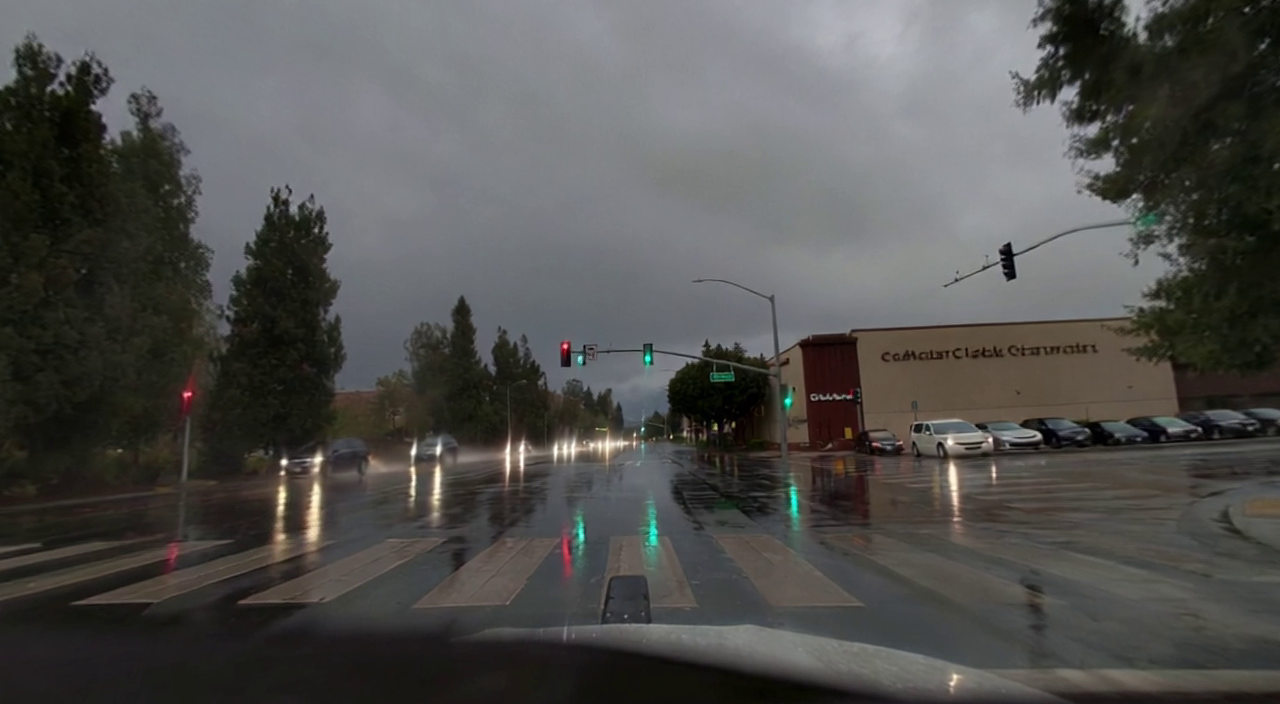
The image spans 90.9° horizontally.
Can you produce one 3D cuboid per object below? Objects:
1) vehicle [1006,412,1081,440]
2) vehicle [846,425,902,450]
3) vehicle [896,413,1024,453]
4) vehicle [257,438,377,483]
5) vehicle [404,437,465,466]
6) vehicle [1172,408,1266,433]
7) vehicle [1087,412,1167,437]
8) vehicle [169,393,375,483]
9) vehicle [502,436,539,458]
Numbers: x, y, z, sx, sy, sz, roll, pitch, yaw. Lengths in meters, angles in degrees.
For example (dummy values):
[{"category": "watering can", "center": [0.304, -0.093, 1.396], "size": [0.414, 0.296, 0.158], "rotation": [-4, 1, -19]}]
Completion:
[{"category": "vehicle", "center": [26.313, 4.882, 41.282], "size": [2.011, 1.656, 4.163], "rotation": [0, -8, -3]}, {"category": "vehicle", "center": [17.185, 6.306, 46.376], "size": [3.329, 1.415, 1.821], "rotation": [-6, -9, 2]}, {"category": "vehicle", "center": [14.081, 3.597, 27.945], "size": [4.566, 1.670, 2.000], "rotation": [0, -8, -2]}, {"category": "vehicle", "center": [-12.028, 4.061, 23.920], "size": [1.996, 1.482, 4.772], "rotation": [0, -8, 0]}, {"category": "vehicle", "center": [-12.325, 5.993, 38.167], "size": [2.181, 1.653, 4.468], "rotation": [0, -8, 0]}, {"category": "vehicle", "center": [38.420, 4.616, 41.970], "size": [1.715, 1.480, 4.701], "rotation": [0, -8, -1]}, {"category": "vehicle", "center": [31.386, 4.729, 40.773], "size": [1.823, 1.480, 4.003], "rotation": [0, -8, -4]}, {"category": "vehicle", "center": [-16.567, 4.151, 29.933], "size": [3.161, 3.455, 11.058], "rotation": [0, -8, 0]}, {"category": "vehicle", "center": [-9.260, 7.413, 49.149], "size": [2.026, 1.616, 4.199], "rotation": [0, -8, 1]}]
